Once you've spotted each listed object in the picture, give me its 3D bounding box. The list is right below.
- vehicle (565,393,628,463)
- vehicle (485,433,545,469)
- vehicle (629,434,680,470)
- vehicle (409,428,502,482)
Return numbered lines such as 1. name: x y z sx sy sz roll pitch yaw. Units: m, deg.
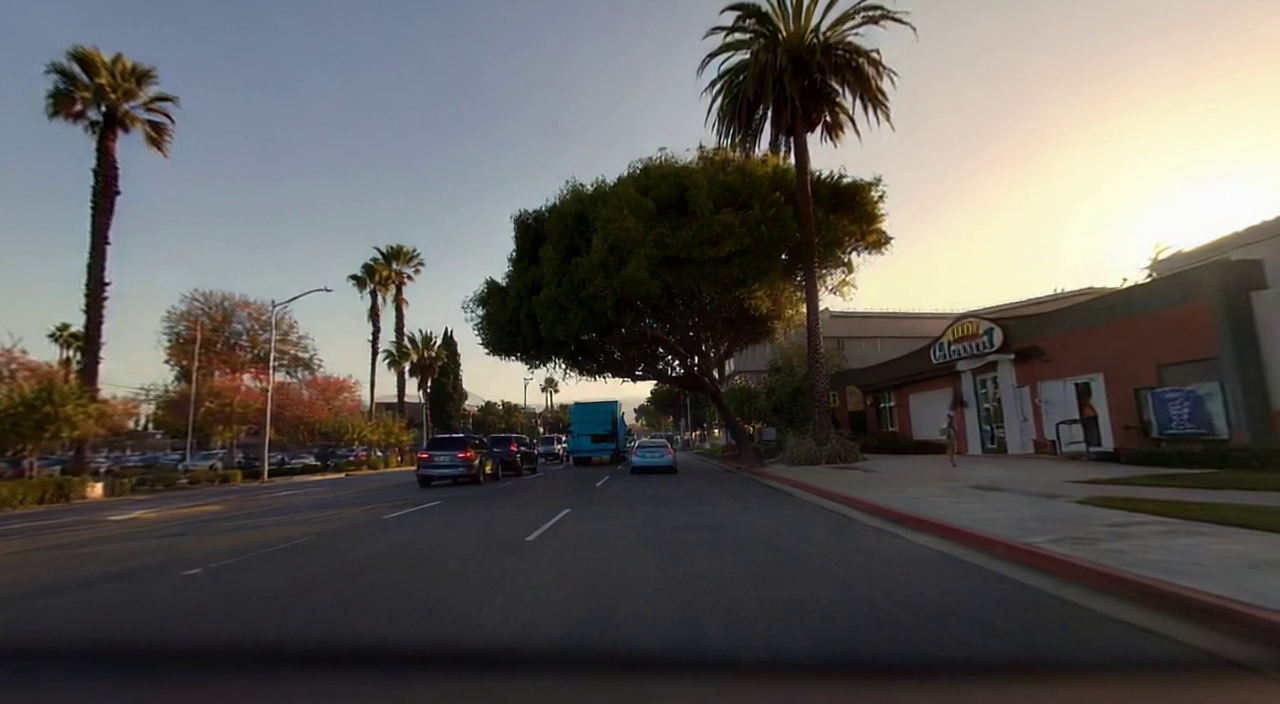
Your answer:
1. vehicle: -2.554 5.132 41.132 2.992 3.949 11.815 0 -9 1
2. vehicle: -6.583 5.285 33.588 2.143 1.736 4.648 0 -9 1
3. vehicle: 0.624 4.557 28.627 2.144 1.514 4.063 0 -9 1
4. vehicle: -6.817 3.852 23.740 2.014 1.830 4.281 0 -9 3
